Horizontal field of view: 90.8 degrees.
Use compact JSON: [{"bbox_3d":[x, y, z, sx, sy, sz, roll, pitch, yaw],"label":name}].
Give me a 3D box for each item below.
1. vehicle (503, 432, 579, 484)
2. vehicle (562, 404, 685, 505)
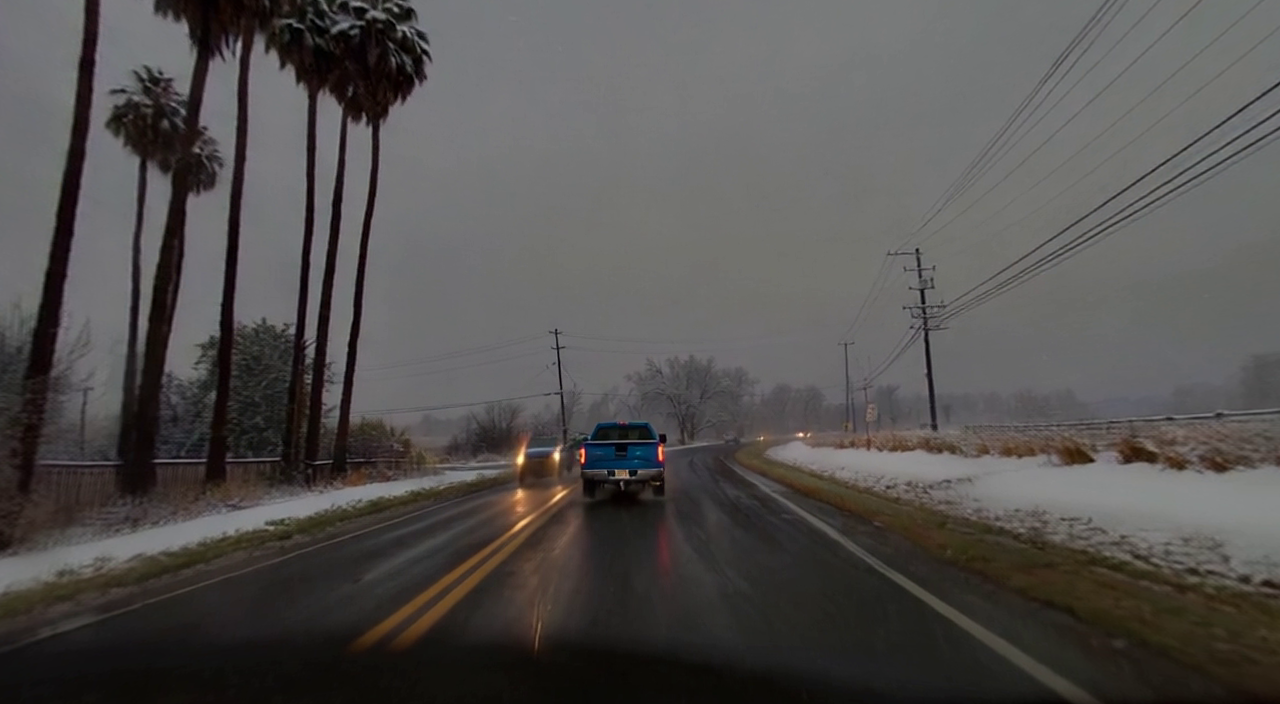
[{"bbox_3d":[-4.040,4.452,26.715,2.276,1.965,5.009,0,-9,1],"label":"vehicle"},{"bbox_3d":[-0.403,2.709,16.979,2.693,2.223,5.885,0,-9,-1],"label":"vehicle"}]
